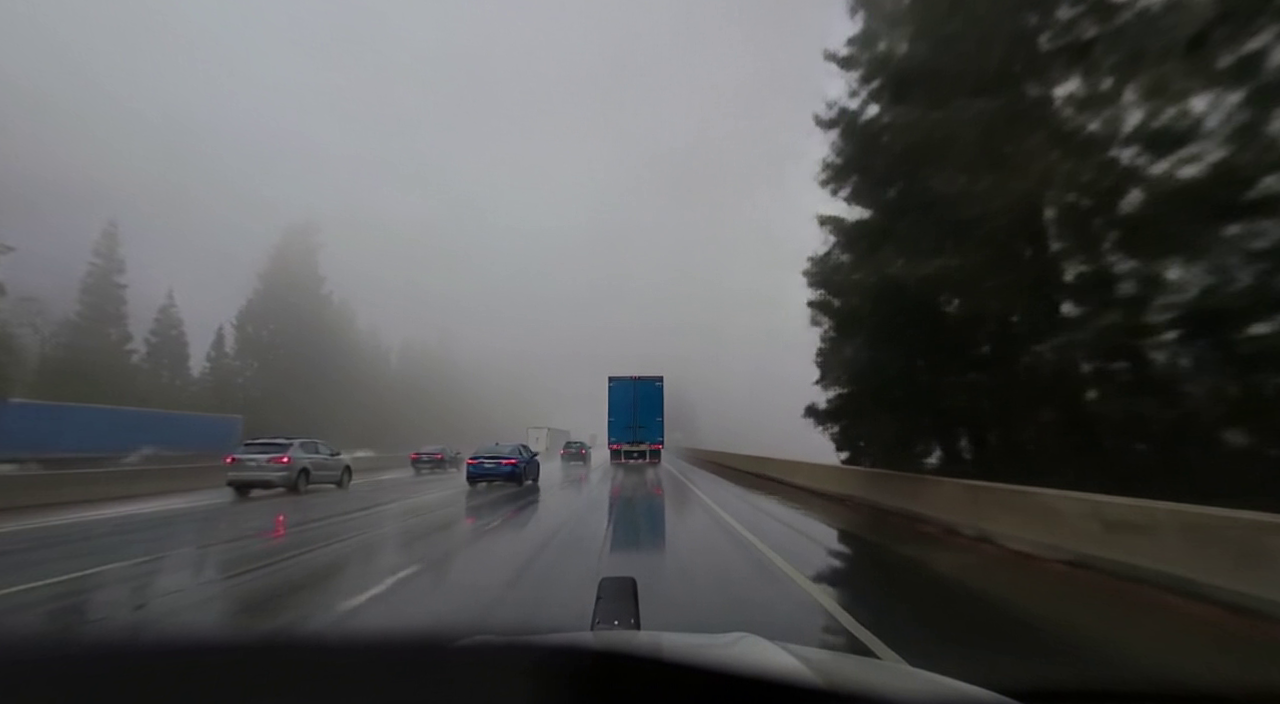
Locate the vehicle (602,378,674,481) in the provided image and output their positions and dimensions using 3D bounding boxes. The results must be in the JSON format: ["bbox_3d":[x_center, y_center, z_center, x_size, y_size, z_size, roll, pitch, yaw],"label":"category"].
[{"bbox_3d":[-0.314,3.884,30.869,2.913,4.113,10.724,0,-8,-2],"label":"vehicle"}]

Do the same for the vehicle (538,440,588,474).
[{"bbox_3d":[-4.071,5.594,33.931,2.158,1.680,4.087,-1,-8,1],"label":"vehicle"}]

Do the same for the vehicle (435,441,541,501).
[{"bbox_3d":[-4.384,3.465,18.831,2.164,1.582,3.979,0,-8,0],"label":"vehicle"}]

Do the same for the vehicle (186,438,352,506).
[{"bbox_3d":[-9.784,3.161,17.073,1.952,1.590,4.090,-1,-8,1],"label":"vehicle"}]

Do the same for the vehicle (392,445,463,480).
[{"bbox_3d":[-9.804,5.090,29.402,1.863,1.474,4.278,0,-8,0],"label":"vehicle"}]

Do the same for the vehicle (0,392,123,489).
[{"bbox_3d":[-25.373,3.396,24.074,2.852,3.598,9.886,0,-8,-1],"label":"vehicle"}]

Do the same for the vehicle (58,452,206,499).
[{"bbox_3d":[-18.043,4.358,22.673,1.701,1.431,4.405,0,-8,-1],"label":"vehicle"}]

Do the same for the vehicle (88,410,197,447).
[{"bbox_3d":[-25.327,3.953,32.307,1.986,1.617,4.546,-3,-8,-1],"label":"vehicle"}]
